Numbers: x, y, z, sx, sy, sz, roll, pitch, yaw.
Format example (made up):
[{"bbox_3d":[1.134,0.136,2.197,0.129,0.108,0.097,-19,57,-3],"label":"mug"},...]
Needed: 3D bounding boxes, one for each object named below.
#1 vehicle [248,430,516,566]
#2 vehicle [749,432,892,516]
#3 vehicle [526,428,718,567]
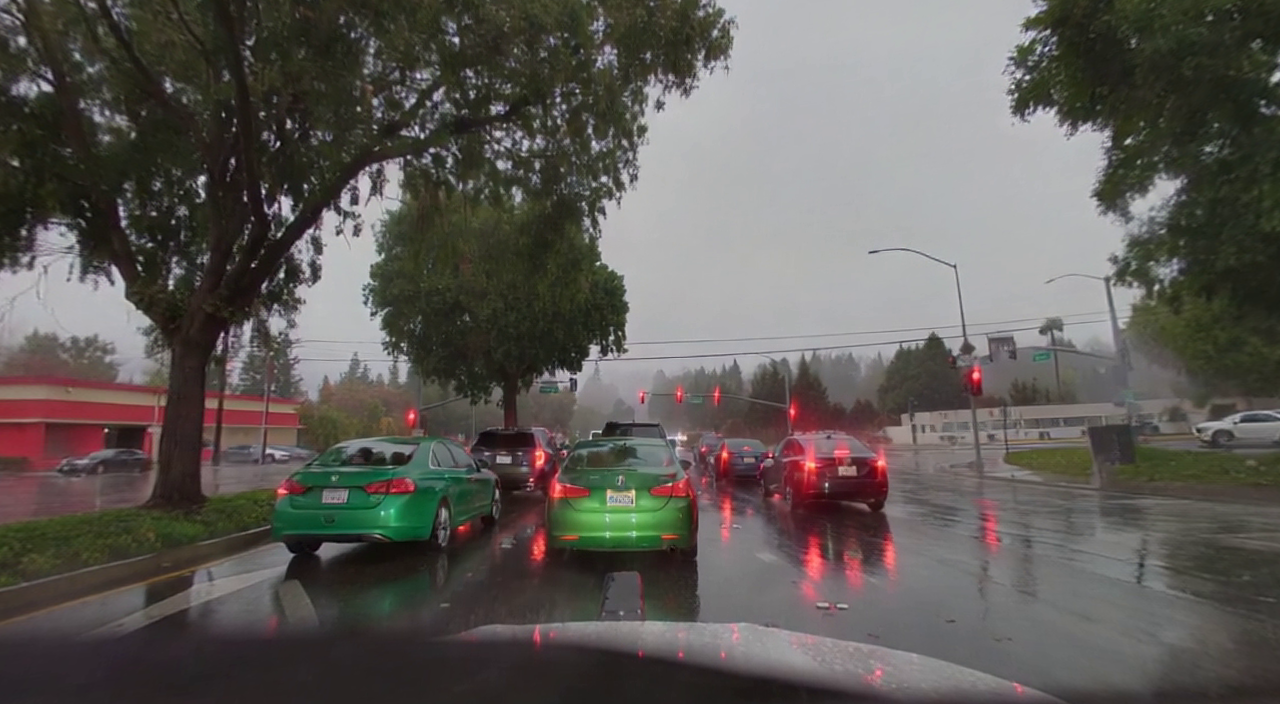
[{"bbox_3d":[-3.200,1.884,8.940,1.917,1.441,4.128,-1,-8,2],"label":"vehicle"},{"bbox_3d":[3.556,2.465,13.267,1.880,1.476,3.932,0,-8,1],"label":"vehicle"},{"bbox_3d":[-0.199,1.836,8.705,2.041,1.450,3.847,0,-8,0],"label":"vehicle"}]
